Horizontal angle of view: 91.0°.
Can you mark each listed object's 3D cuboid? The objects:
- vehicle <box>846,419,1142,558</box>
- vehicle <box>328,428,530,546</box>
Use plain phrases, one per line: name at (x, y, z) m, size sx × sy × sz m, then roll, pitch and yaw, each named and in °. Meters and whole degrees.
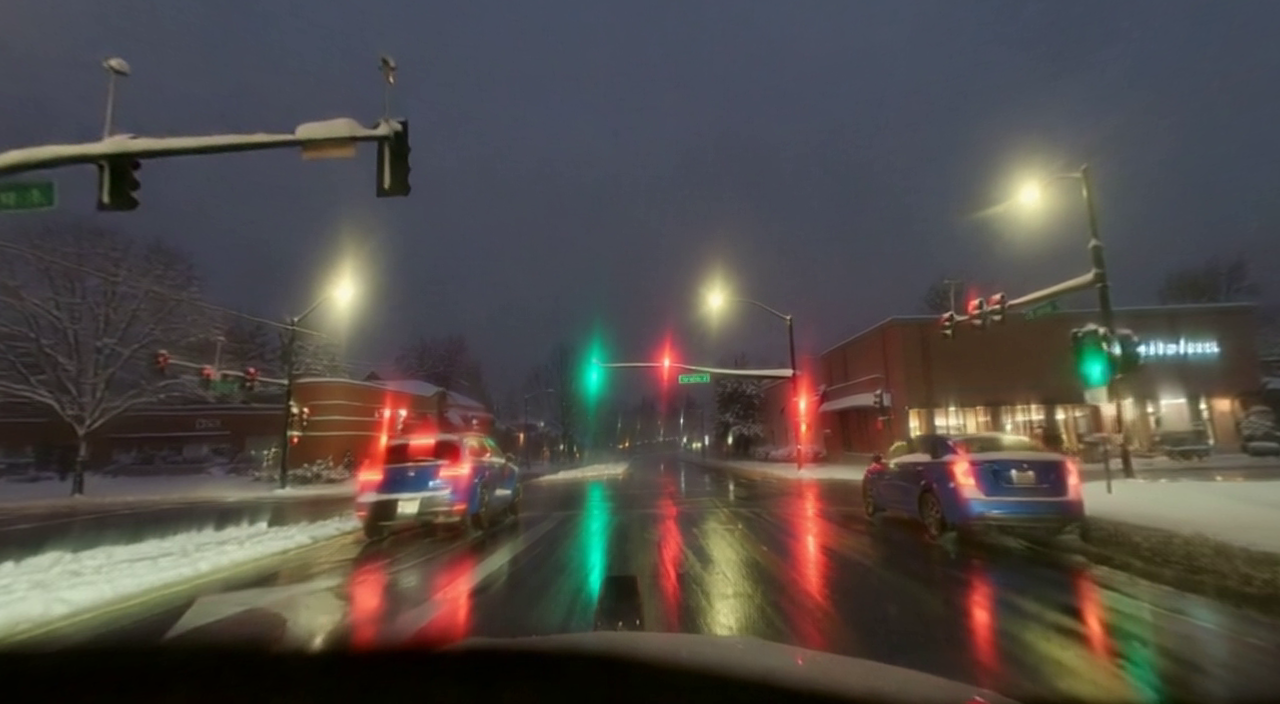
vehicle at (5.009, 1.993, 9.883) m, size 2.039 × 1.655 × 4.495 m, roll 0°, pitch -9°, yaw 1°
vehicle at (-3.319, 2.204, 10.944) m, size 1.947 × 1.627 × 4.248 m, roll 0°, pitch -9°, yaw 1°
